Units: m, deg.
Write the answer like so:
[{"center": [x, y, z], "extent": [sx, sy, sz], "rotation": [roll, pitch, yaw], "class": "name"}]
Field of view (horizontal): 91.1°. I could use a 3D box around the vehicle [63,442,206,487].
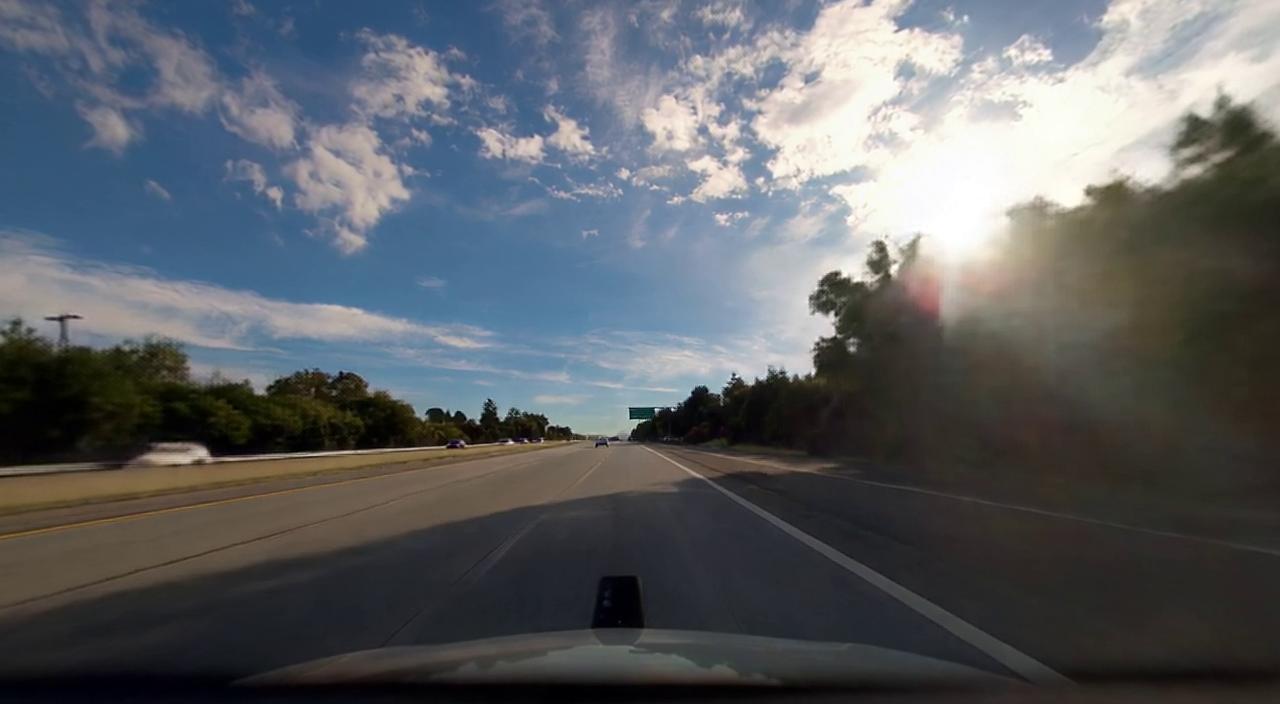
[{"center": [-19.321, 4.287, 24.345], "extent": [1.852, 1.531, 4.466], "rotation": [0, -8, 0], "class": "vehicle"}]
